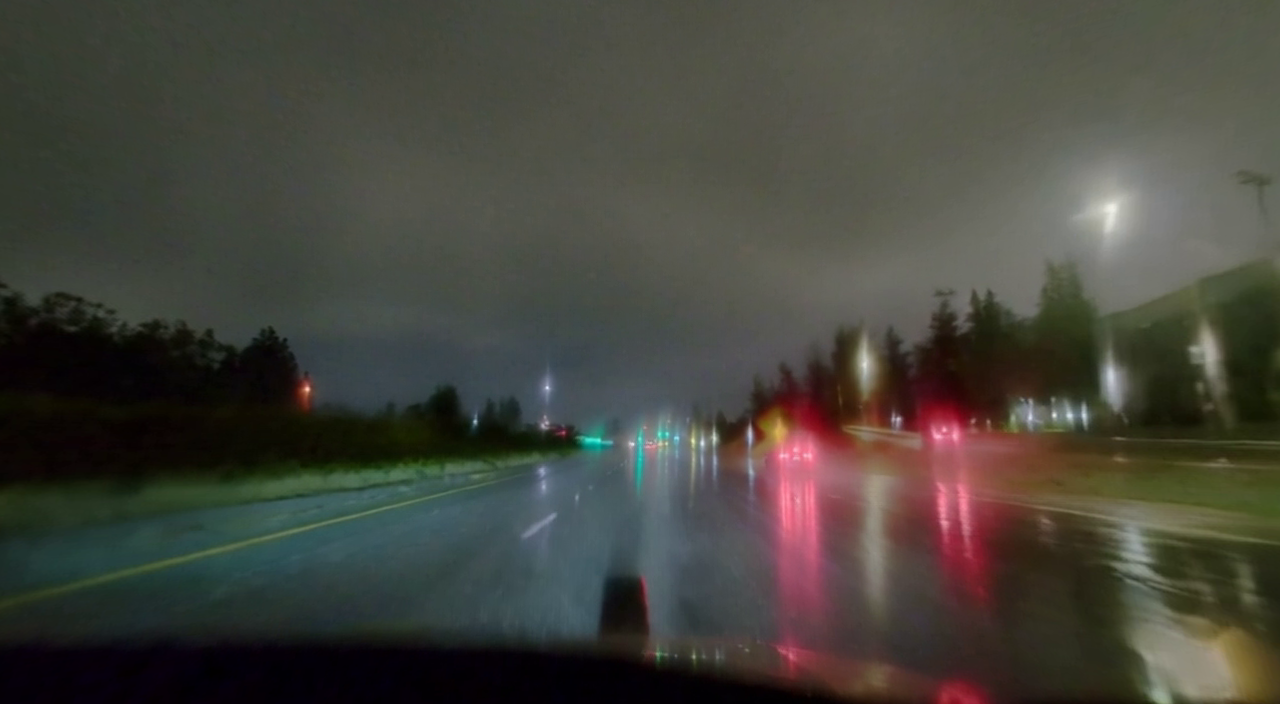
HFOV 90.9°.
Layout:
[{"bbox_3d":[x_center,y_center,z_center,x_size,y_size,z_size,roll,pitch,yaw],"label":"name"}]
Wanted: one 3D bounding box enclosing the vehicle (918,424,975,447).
[{"bbox_3d":[23.761,6.512,49.017,2.235,1.713,4.397,0,-8,1],"label":"vehicle"}]
